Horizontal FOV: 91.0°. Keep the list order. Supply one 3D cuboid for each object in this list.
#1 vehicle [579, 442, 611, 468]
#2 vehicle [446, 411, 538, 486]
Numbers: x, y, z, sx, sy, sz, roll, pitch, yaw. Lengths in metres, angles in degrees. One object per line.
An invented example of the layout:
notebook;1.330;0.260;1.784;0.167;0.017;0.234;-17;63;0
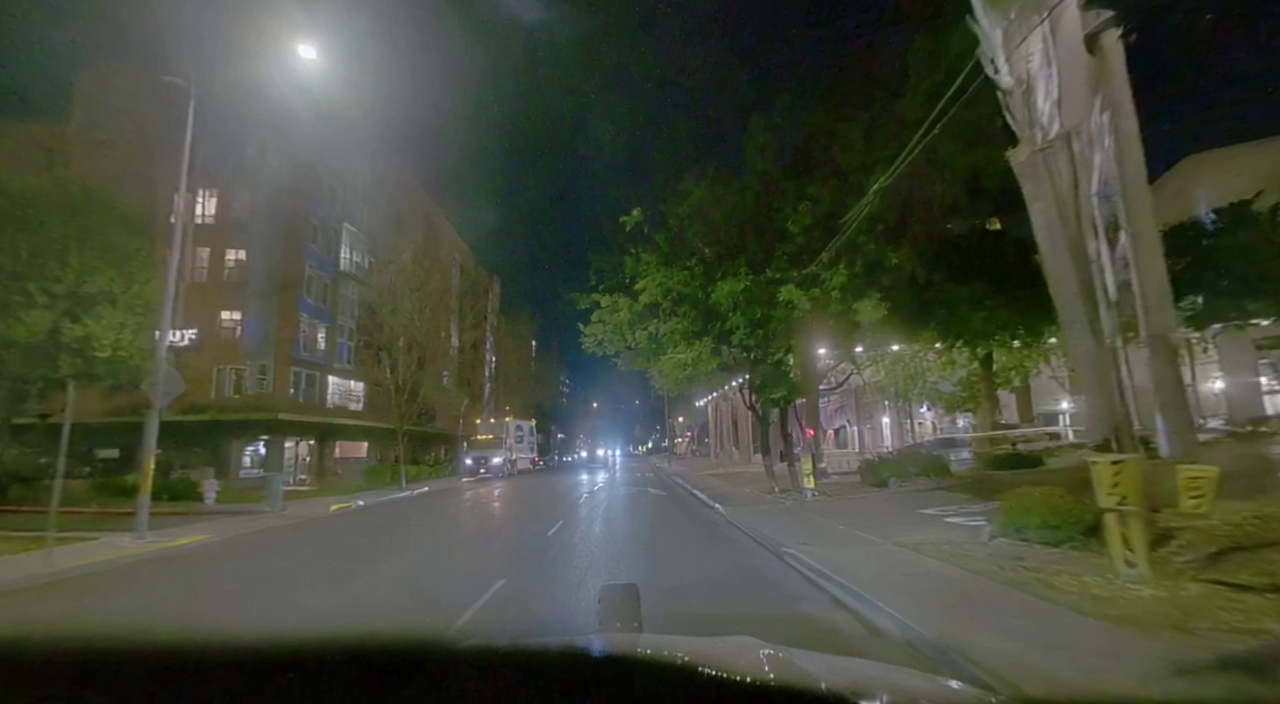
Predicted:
vehicle;-3.393;7.801;48.061;2.118;1.864;4.640;0;-9;-1
vehicle;-9.040;5.889;40.171;2.986;3.768;11.697;-6;-6;-1
